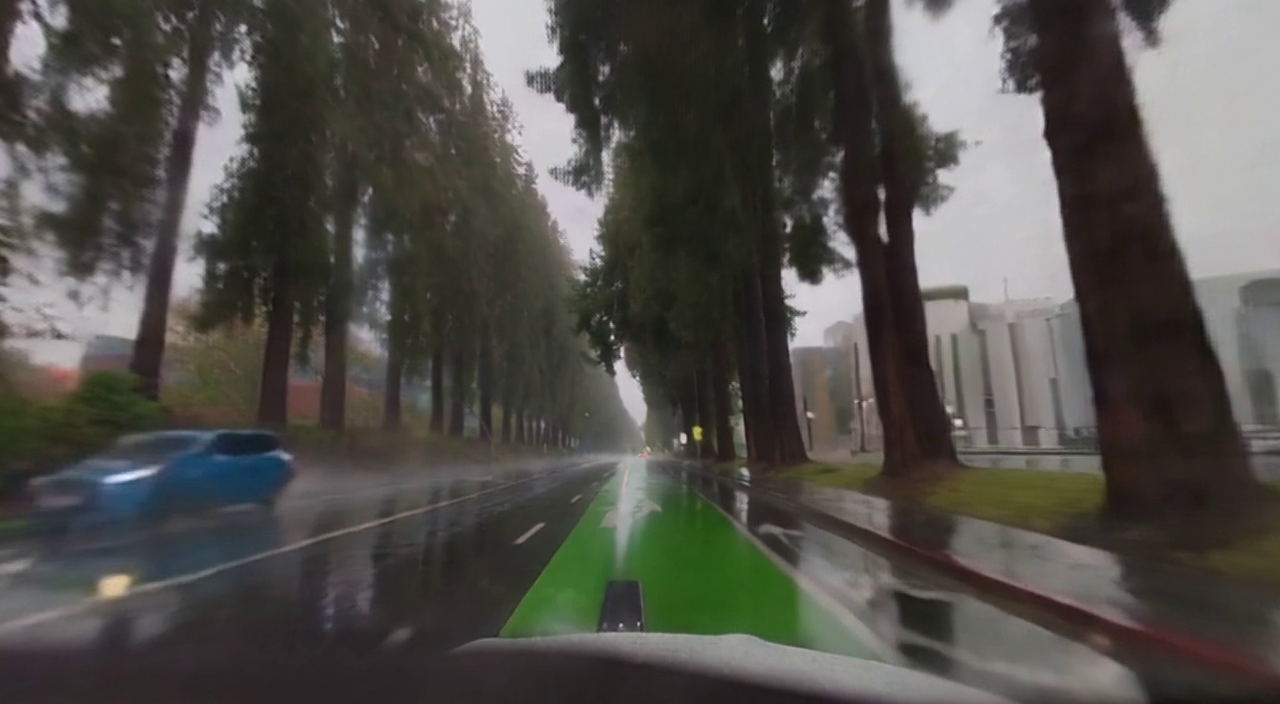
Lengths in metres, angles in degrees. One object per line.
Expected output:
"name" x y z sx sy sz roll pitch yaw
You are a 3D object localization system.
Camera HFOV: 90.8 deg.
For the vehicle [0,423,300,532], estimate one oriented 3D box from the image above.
"vehicle" -9.487 2.428 12.856 2.248 1.761 4.918 0 -9 1
